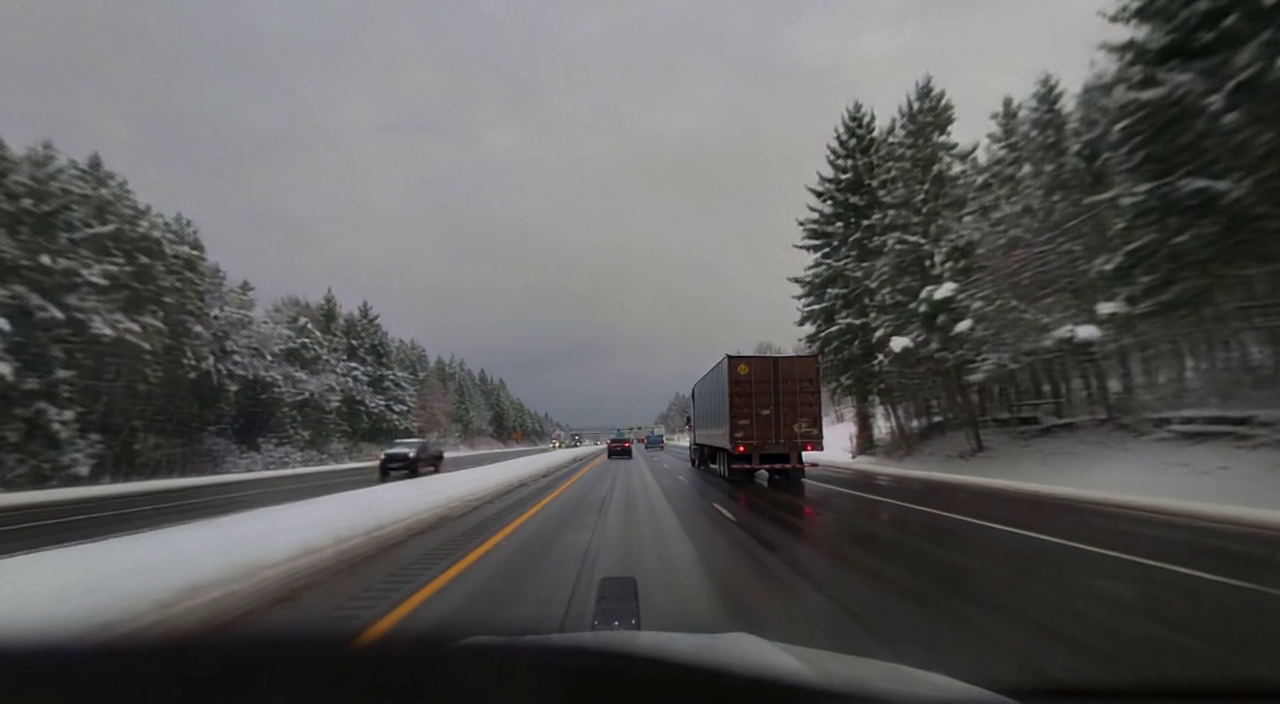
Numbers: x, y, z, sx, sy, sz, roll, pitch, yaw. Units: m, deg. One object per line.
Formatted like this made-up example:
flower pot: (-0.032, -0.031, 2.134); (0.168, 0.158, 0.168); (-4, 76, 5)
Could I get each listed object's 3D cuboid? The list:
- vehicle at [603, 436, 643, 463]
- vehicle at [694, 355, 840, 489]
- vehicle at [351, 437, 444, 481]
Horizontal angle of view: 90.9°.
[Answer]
vehicle: (-1.003, 5.734, 37.259); (2.259, 1.466, 3.693); (0, -8, -1)
vehicle: (3.695, 2.371, 20.814); (2.921, 3.526, 8.207); (0, -8, -1)
vehicle: (-9.728, 4.277, 25.742); (1.990, 1.588, 4.607); (0, -8, -1)
